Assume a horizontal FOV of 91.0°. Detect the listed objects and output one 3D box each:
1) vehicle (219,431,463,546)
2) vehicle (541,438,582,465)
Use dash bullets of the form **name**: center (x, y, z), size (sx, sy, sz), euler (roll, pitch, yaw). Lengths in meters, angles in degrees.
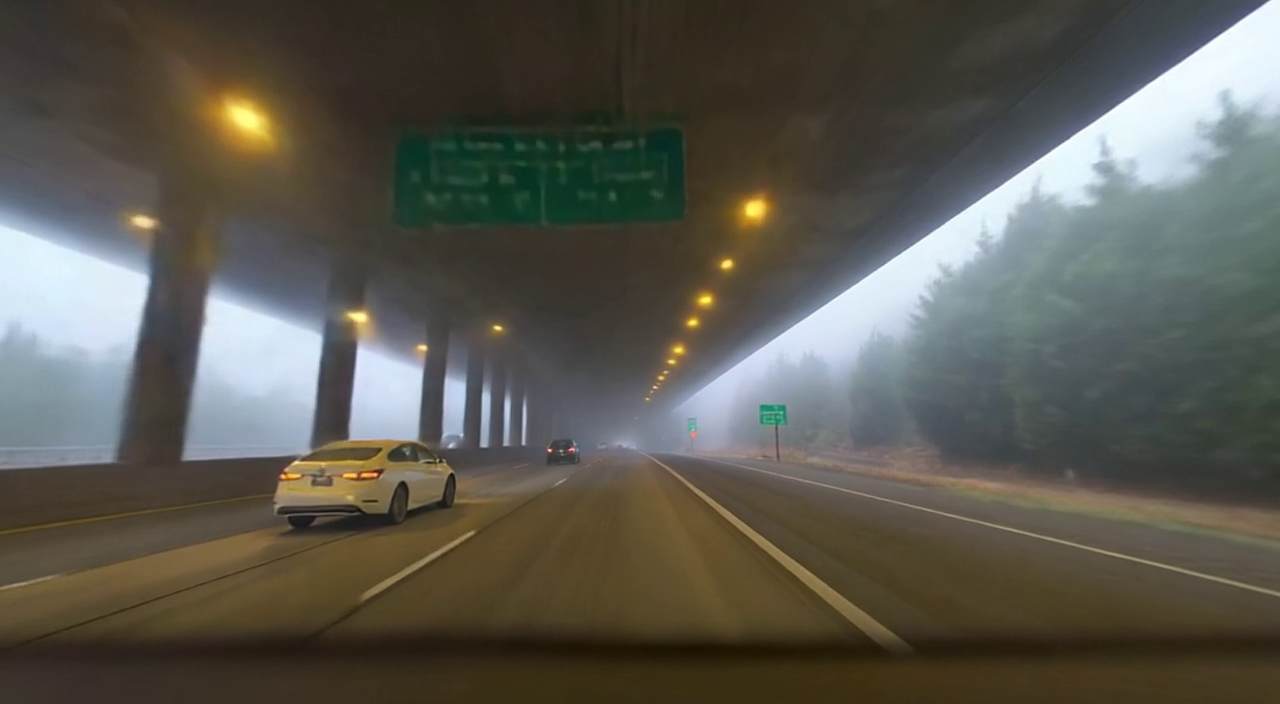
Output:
- **vehicle**: center (-4.398, 2.039, 10.149), size (1.885, 1.424, 4.230), euler (0, -8, 0)
- **vehicle**: center (-4.613, 5.926, 37.531), size (1.973, 1.474, 4.199), euler (0, -8, -1)
